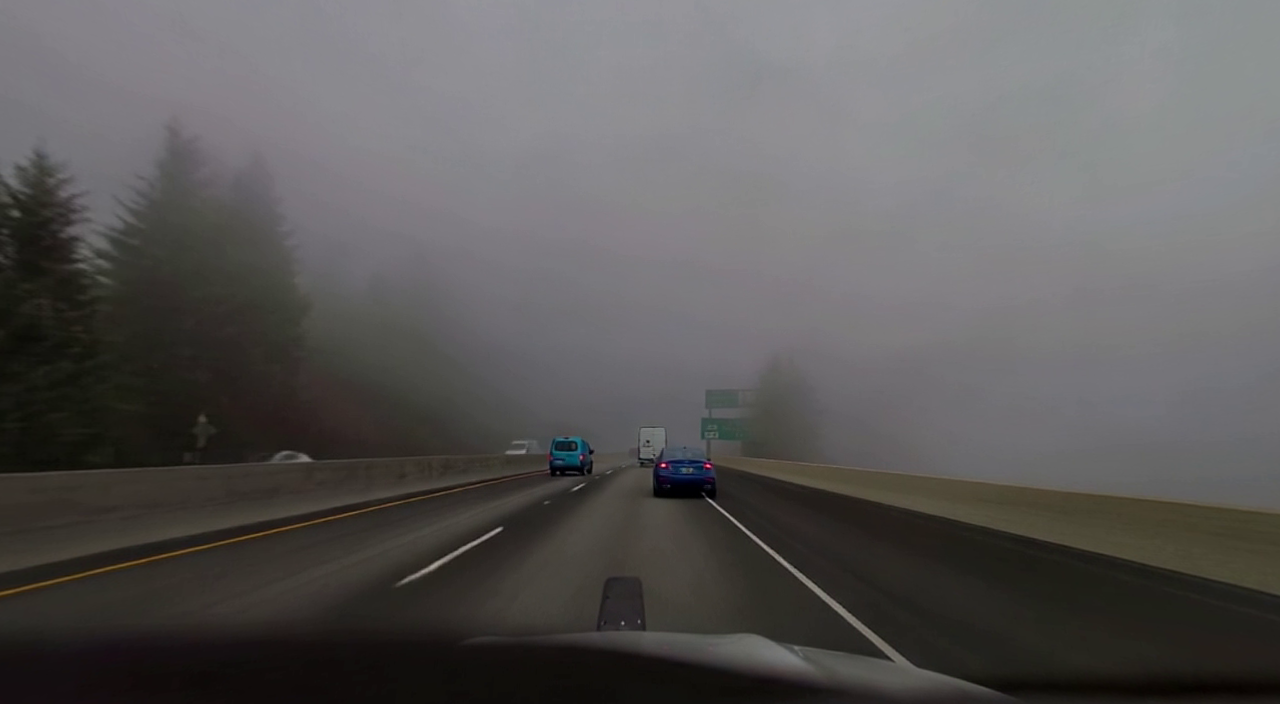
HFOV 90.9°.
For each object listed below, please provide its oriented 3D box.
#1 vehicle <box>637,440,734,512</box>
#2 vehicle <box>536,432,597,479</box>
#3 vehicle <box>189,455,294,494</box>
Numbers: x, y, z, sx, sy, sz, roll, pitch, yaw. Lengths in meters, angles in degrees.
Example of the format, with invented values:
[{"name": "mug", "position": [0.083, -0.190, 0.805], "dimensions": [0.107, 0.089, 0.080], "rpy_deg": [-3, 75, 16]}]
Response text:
[{"name": "vehicle", "position": [0.939, 2.877, 15.029], "dimensions": [2.012, 1.485, 3.649], "rpy_deg": [0, -9, 0]}, {"name": "vehicle", "position": [-3.432, 5.006, 30.629], "dimensions": [2.217, 2.033, 4.975], "rpy_deg": [0, -9, 2]}, {"name": "vehicle", "position": [-16.028, 4.912, 25.602], "dimensions": [1.756, 1.428, 3.699], "rpy_deg": [0, -9, 1]}]
